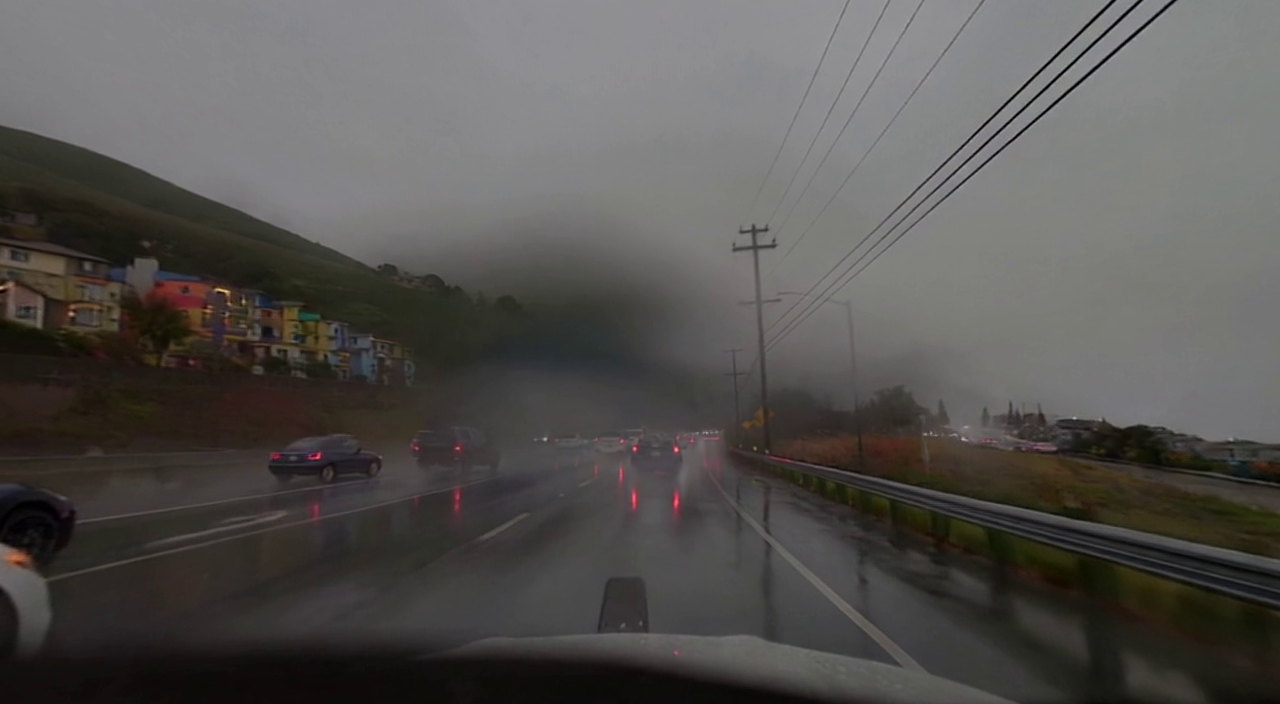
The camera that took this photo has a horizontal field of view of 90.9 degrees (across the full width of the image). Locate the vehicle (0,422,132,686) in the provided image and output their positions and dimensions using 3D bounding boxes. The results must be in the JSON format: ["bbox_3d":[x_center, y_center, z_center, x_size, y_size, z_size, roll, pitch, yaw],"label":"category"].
[{"bbox_3d":[-4.651,0.921,2.032,1.956,1.478,4.789,0,-8,2],"label":"vehicle"}]

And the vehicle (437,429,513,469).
[{"bbox_3d":[-8.179,4.856,31.720,2.080,1.833,4.461,-1,-8,8],"label":"vehicle"}]

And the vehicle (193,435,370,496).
[{"bbox_3d":[-9.636,3.064,17.489,1.959,1.469,4.450,-1,-8,6],"label":"vehicle"}]

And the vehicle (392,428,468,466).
[{"bbox_3d":[-11.788,5.403,35.841,2.105,1.971,4.868,-1,-8,7],"label":"vehicle"}]

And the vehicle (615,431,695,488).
[{"bbox_3d":[0.496,3.152,18.727,2.109,1.495,3.935,0,-8,3],"label":"vehicle"}]

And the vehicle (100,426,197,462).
[{"bbox_3d":[-28.072,5.264,36.164,2.055,1.926,3.904,-1,-8,8],"label":"vehicle"}]

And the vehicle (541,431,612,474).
[{"bbox_3d":[-2.540,4.203,26.502,2.121,1.639,4.383,-1,-8,6],"label":"vehicle"}]
